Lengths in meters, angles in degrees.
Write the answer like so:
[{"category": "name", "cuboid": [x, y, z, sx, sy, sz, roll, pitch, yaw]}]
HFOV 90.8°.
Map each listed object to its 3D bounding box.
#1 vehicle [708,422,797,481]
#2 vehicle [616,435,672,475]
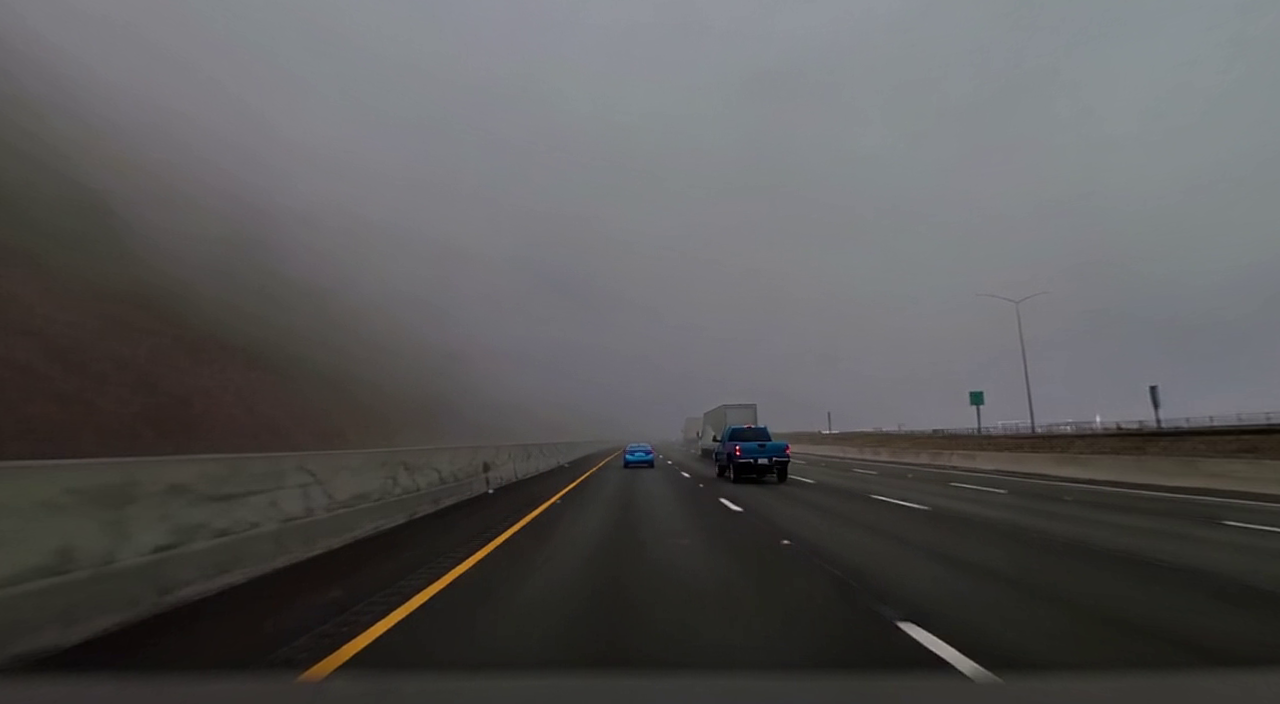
[{"category": "vehicle", "cuboid": [3.718, 3.426, 21.828, 2.098, 1.794, 4.561, 0, -9, -2]}, {"category": "vehicle", "cuboid": [0.136, 4.134, 25.607, 2.083, 1.477, 3.965, 0, -9, 0]}]
